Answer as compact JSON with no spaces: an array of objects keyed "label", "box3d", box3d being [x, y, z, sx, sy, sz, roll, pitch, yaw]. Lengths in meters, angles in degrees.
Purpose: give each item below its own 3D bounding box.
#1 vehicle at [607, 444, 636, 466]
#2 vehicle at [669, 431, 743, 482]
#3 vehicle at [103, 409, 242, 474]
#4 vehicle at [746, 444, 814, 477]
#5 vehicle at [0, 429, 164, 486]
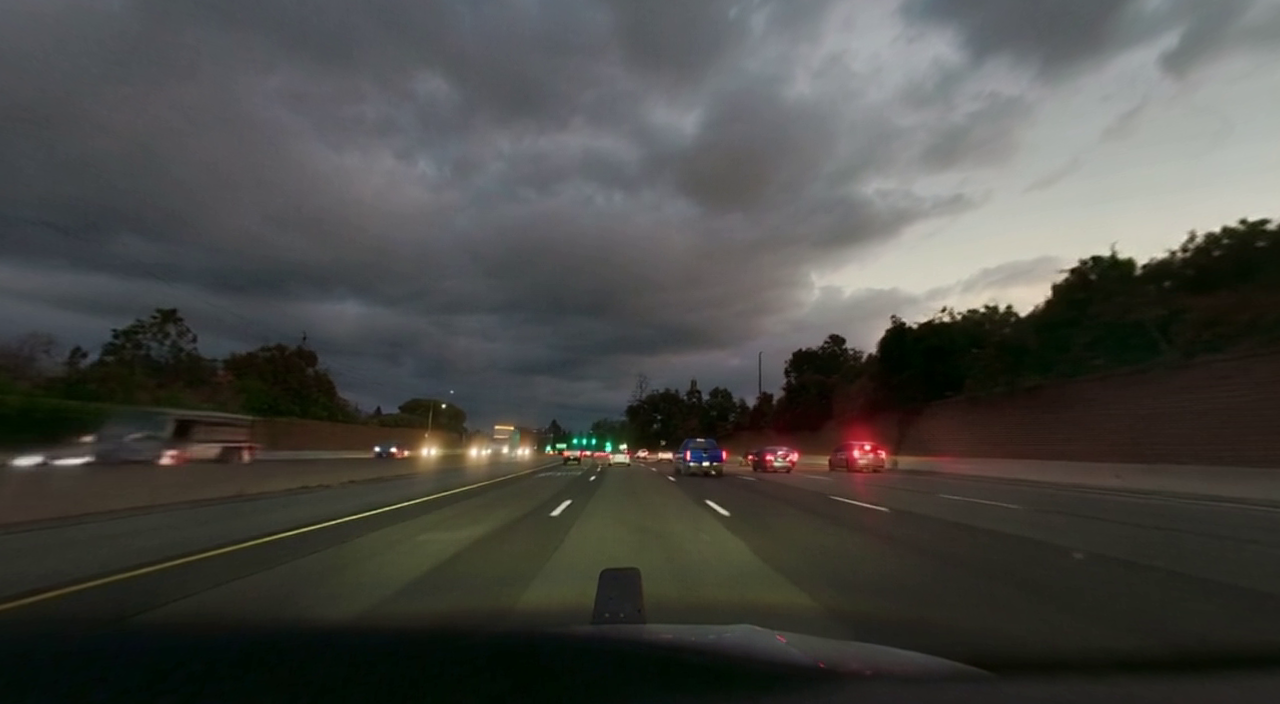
[{"label":"vehicle","box3d":[-1.487,7.878,48.412,2.050,1.607,3.821,0,-8,-4]},{"label":"vehicle","box3d":[2.727,4.522,27.614,2.374,1.952,5.431,0,-8,-3]},{"label":"vehicle","box3d":[-22.049,4.297,30.194,2.220,2.772,5.866,0,-8,-2]},{"label":"vehicle","box3d":[6.921,5.395,31.728,1.976,1.485,4.925,0,-8,-4]},{"label":"vehicle","box3d":[-17.784,3.253,19.767,2.107,1.561,4.736,0,-8,-2]}]
